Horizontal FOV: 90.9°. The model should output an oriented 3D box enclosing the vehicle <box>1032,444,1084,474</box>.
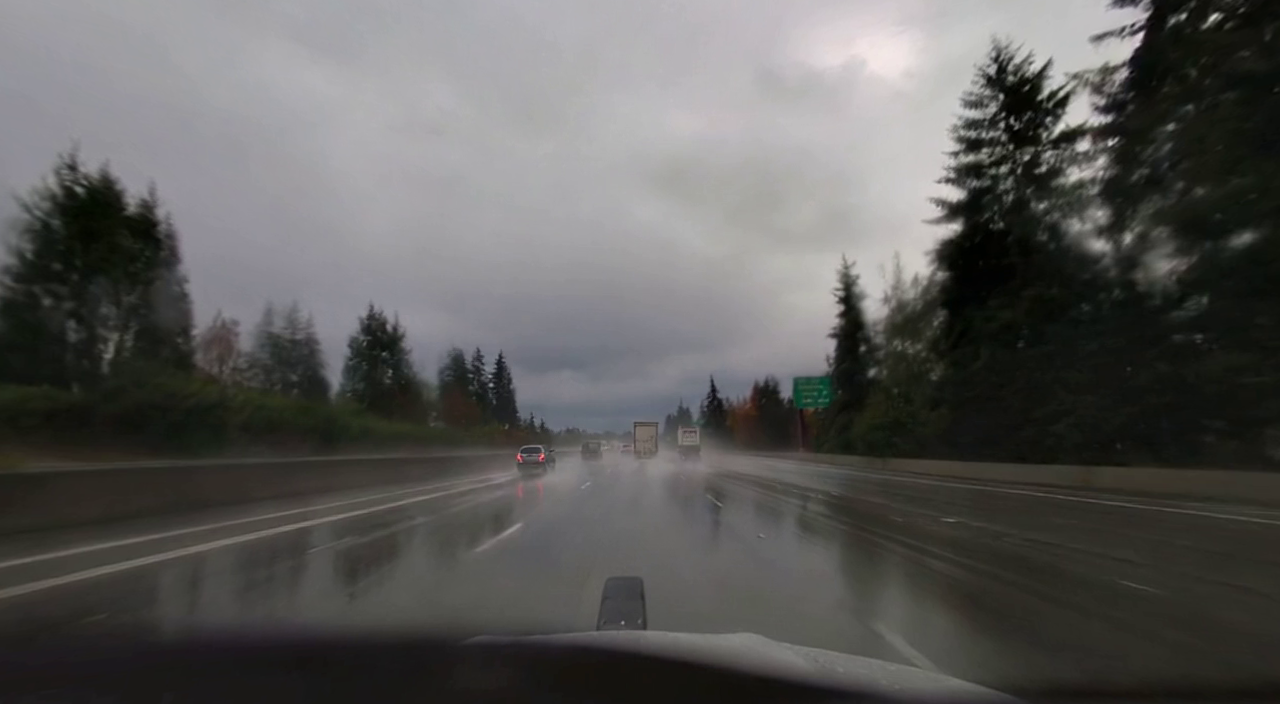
[{"bbox_3d":[29.955,7.634,45.313,2.085,2.025,4.992,-3,-9,23],"label":"vehicle"}]
